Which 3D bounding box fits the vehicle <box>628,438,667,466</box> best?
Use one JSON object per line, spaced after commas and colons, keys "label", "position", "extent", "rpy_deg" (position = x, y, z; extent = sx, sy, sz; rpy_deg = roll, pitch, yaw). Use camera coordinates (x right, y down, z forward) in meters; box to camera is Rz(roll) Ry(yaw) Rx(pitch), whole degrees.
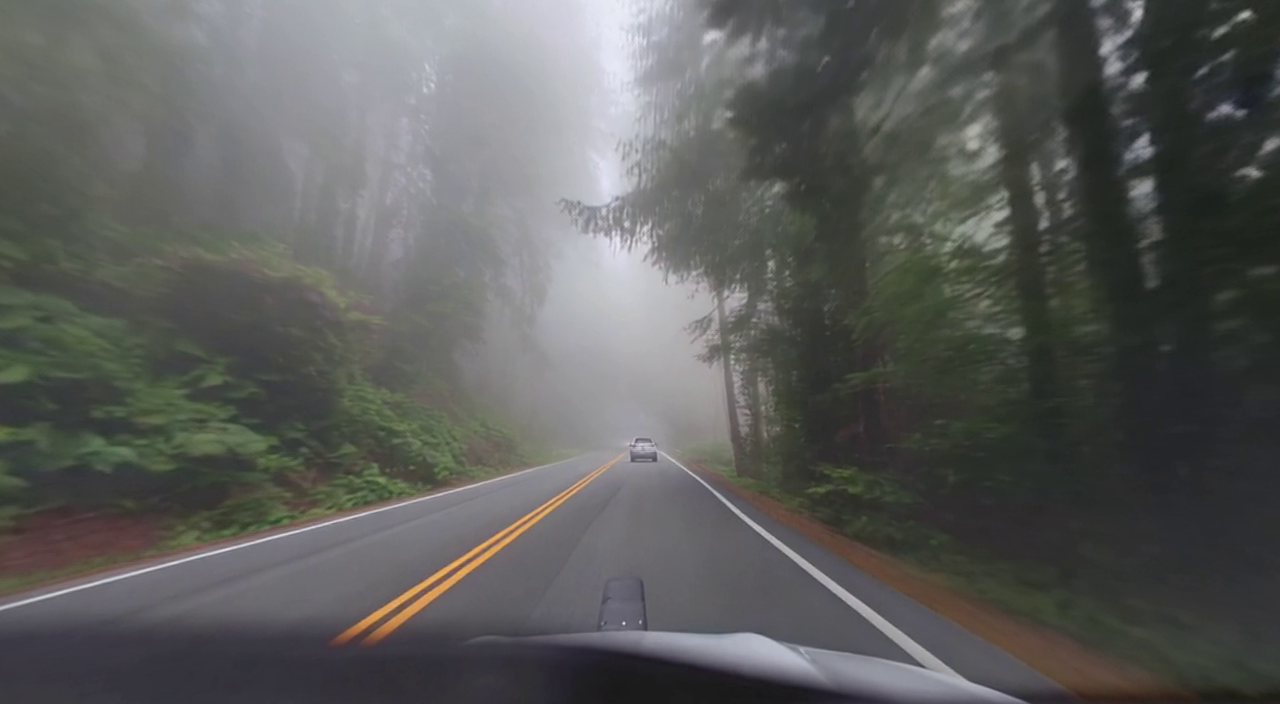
{"label": "vehicle", "position": [0.437, 5.681, 35.984], "extent": [2.120, 1.491, 4.349], "rpy_deg": [0, -8, 1]}
